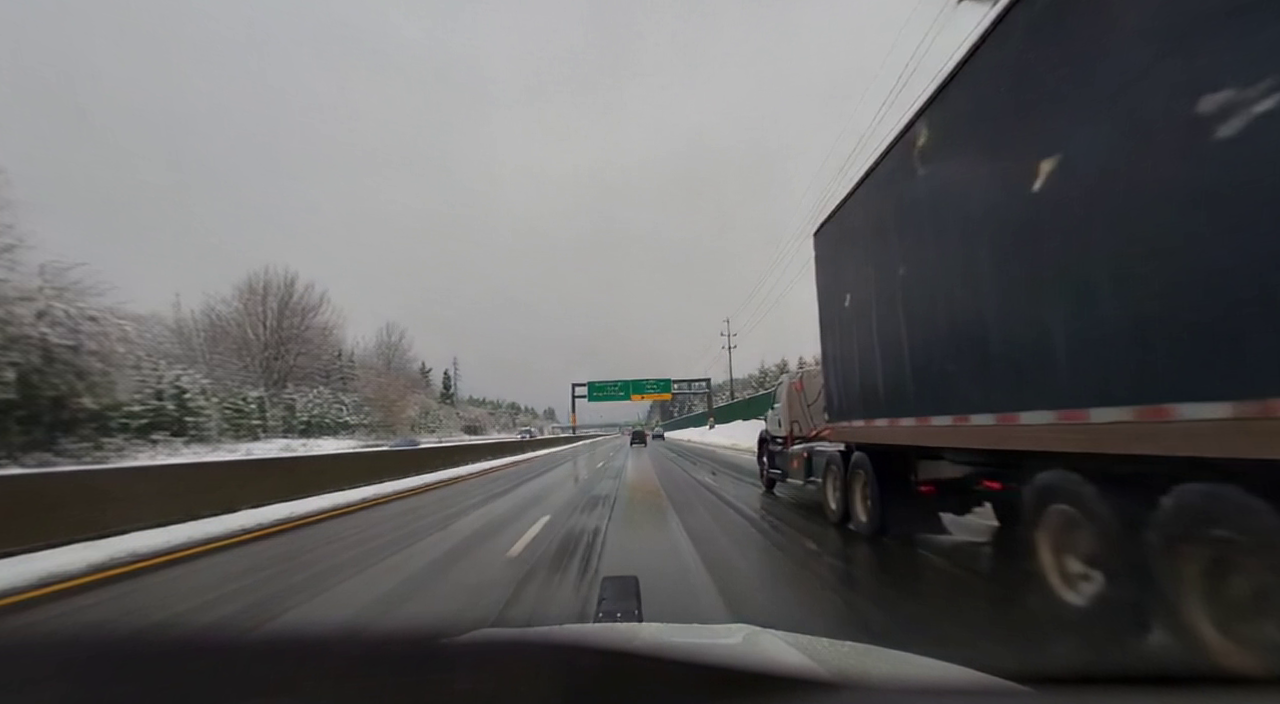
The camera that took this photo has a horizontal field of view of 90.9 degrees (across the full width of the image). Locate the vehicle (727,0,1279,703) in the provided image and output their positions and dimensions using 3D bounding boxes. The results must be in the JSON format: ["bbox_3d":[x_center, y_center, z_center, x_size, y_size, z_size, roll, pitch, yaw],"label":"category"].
[{"bbox_3d":[3.676,0.252,7.839,2.944,3.973,13.227,0,-8,-1],"label":"vehicle"}]
